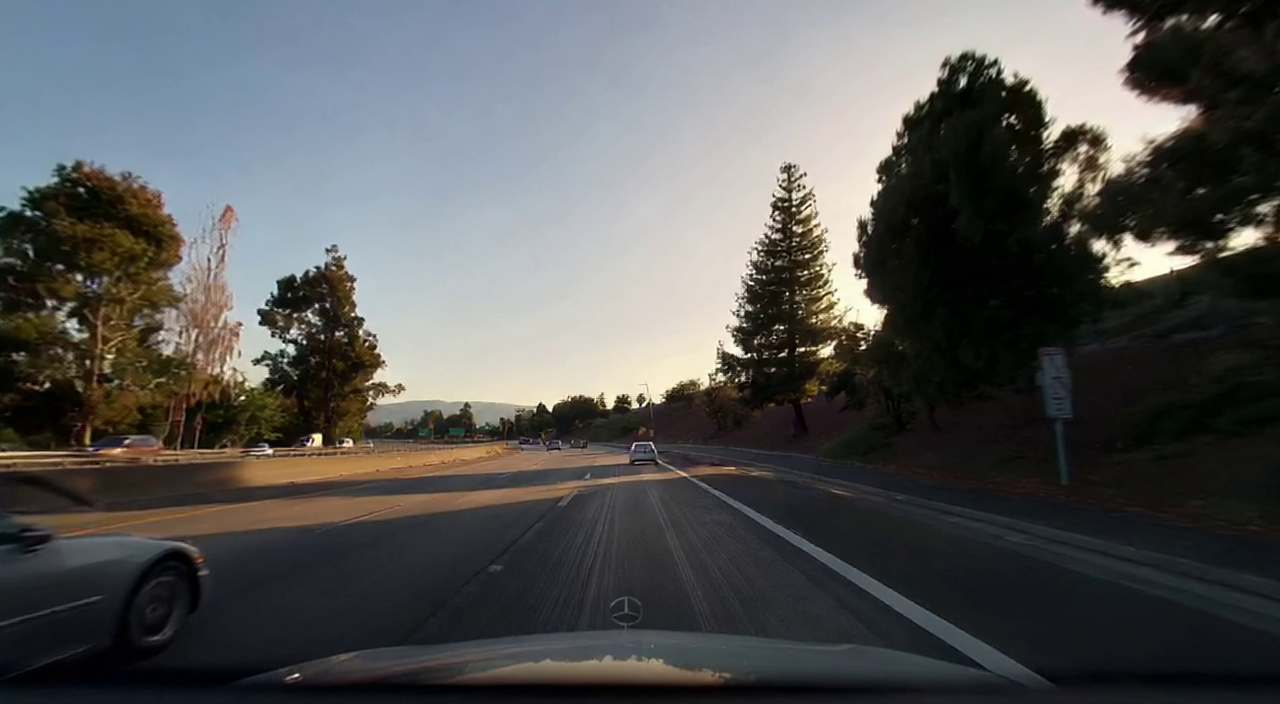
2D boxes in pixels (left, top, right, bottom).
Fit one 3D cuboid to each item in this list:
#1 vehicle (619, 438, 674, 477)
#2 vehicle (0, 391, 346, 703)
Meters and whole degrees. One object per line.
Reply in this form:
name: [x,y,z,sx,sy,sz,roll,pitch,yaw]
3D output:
vehicle: [0.176,4.284,25.792,2.051,1.444,3.927,0,-9,-2]
vehicle: [-3.505,0.929,2.461,2.246,1.519,4.980,0,-9,1]
